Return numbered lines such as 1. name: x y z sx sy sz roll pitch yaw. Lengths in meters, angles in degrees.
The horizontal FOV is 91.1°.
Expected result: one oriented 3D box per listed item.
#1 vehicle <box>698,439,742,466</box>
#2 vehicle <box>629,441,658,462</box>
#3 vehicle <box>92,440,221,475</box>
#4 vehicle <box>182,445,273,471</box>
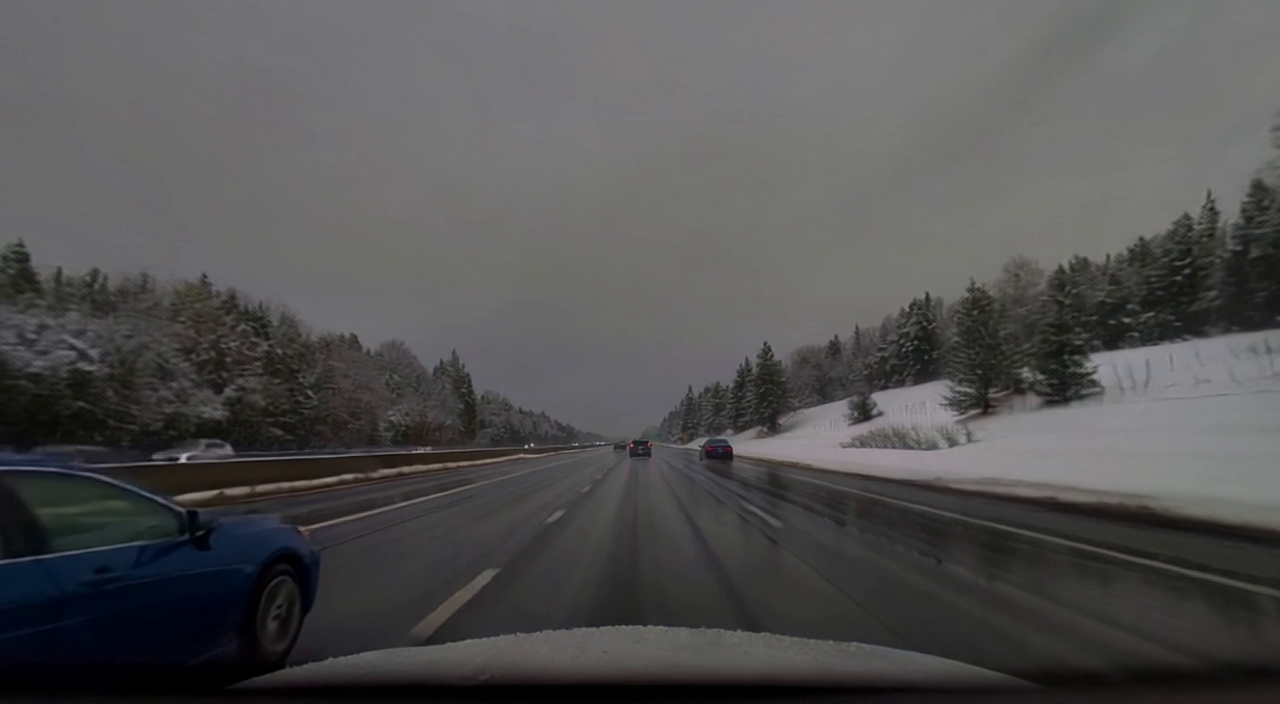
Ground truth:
1. vehicle: 4.782 6.106 38.229 2.008 1.524 4.598 0 -8 -1
2. vehicle: 0.247 7.363 46.536 2.052 1.449 3.857 0 -8 0
3. vehicle: -29.012 6.340 38.139 2.271 1.944 6.850 0 -8 1
4. vehicle: -28.923 7.402 44.321 2.546 1.681 5.672 0 -8 1
